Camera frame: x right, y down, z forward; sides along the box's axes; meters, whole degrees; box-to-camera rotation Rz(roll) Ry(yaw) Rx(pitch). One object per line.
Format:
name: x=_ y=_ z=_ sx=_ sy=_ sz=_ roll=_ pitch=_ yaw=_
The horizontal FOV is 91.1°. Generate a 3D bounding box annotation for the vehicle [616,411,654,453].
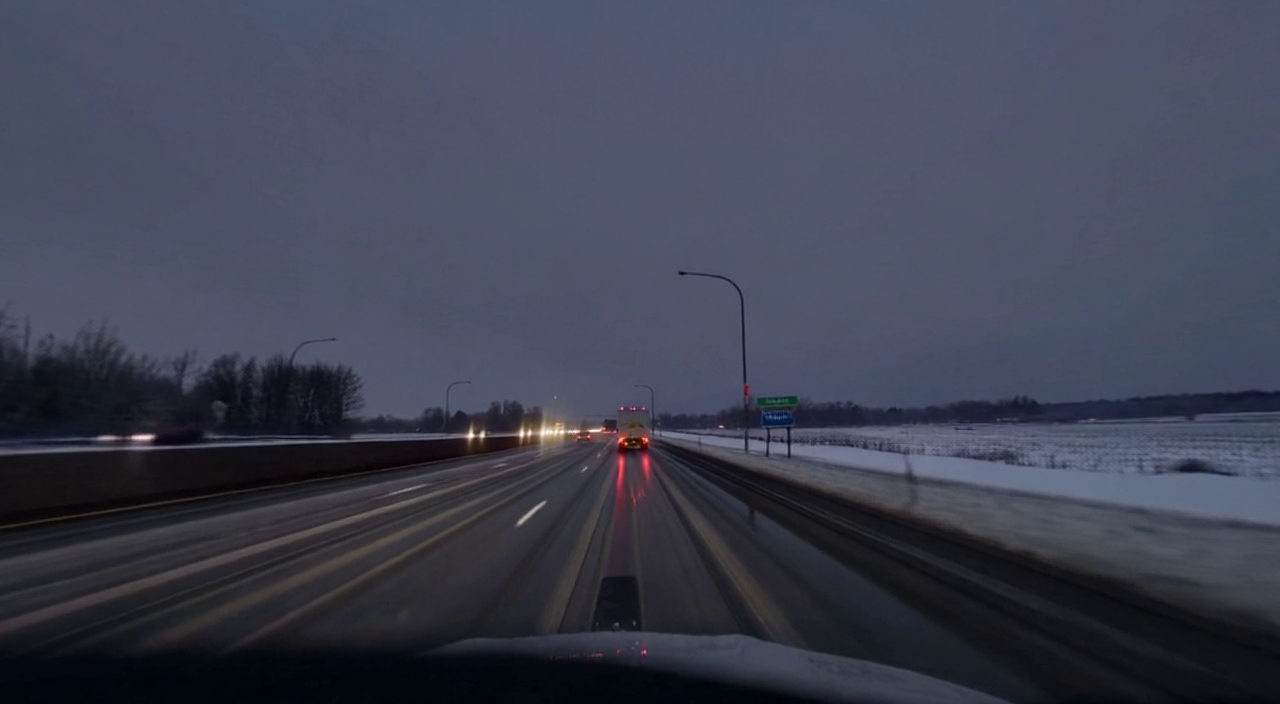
vehicle: x=-0.433 y=5.580 z=43.704 sx=2.418 sy=2.704 sz=6.445 roll=0 pitch=-8 yaw=-3

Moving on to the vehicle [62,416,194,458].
vehicle: x=-19.674 y=3.313 z=24.412 sx=1.824 sy=1.479 sz=3.952 roll=0 pitch=-8 yaw=-1
